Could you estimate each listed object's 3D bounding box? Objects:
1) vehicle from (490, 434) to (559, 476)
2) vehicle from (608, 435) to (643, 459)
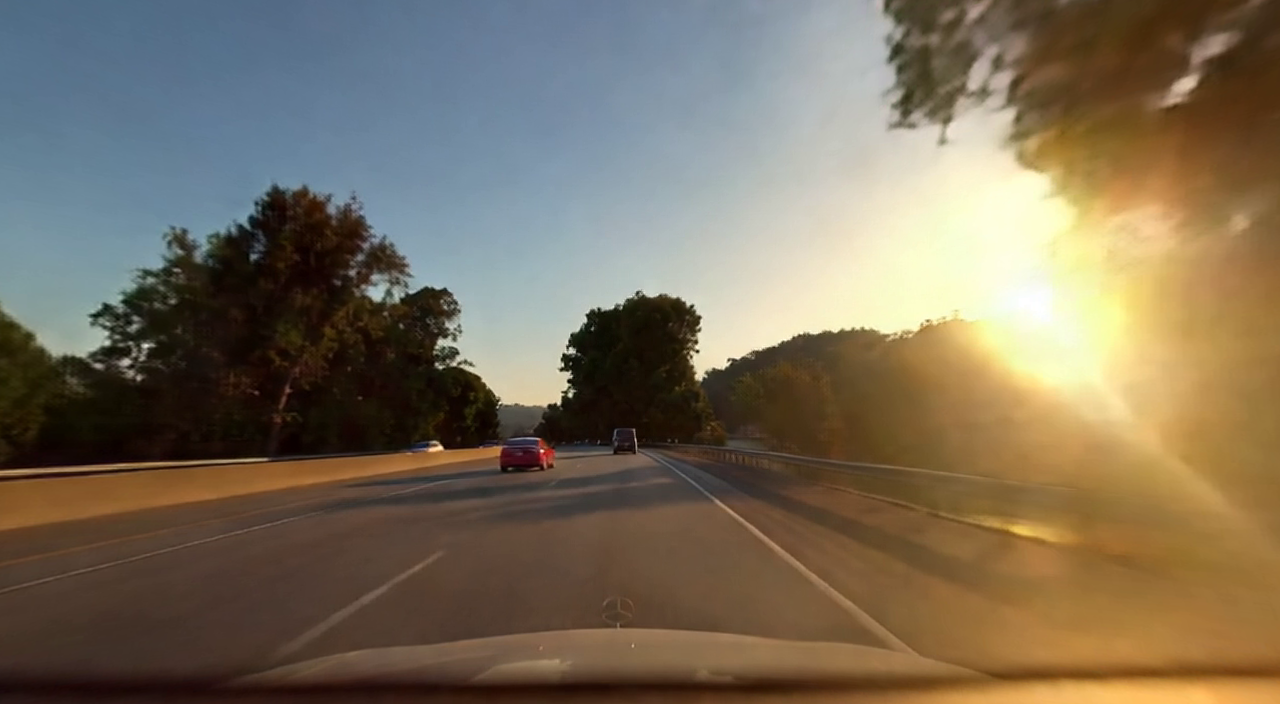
[{"bbox_3d":[-4.298,3.894,24.121,1.907,1.445,4.049,0,-8,0],"label":"vehicle"},{"bbox_3d":[-0.905,6.233,41.419,2.162,1.460,4.242,0,-8,0],"label":"vehicle"}]
